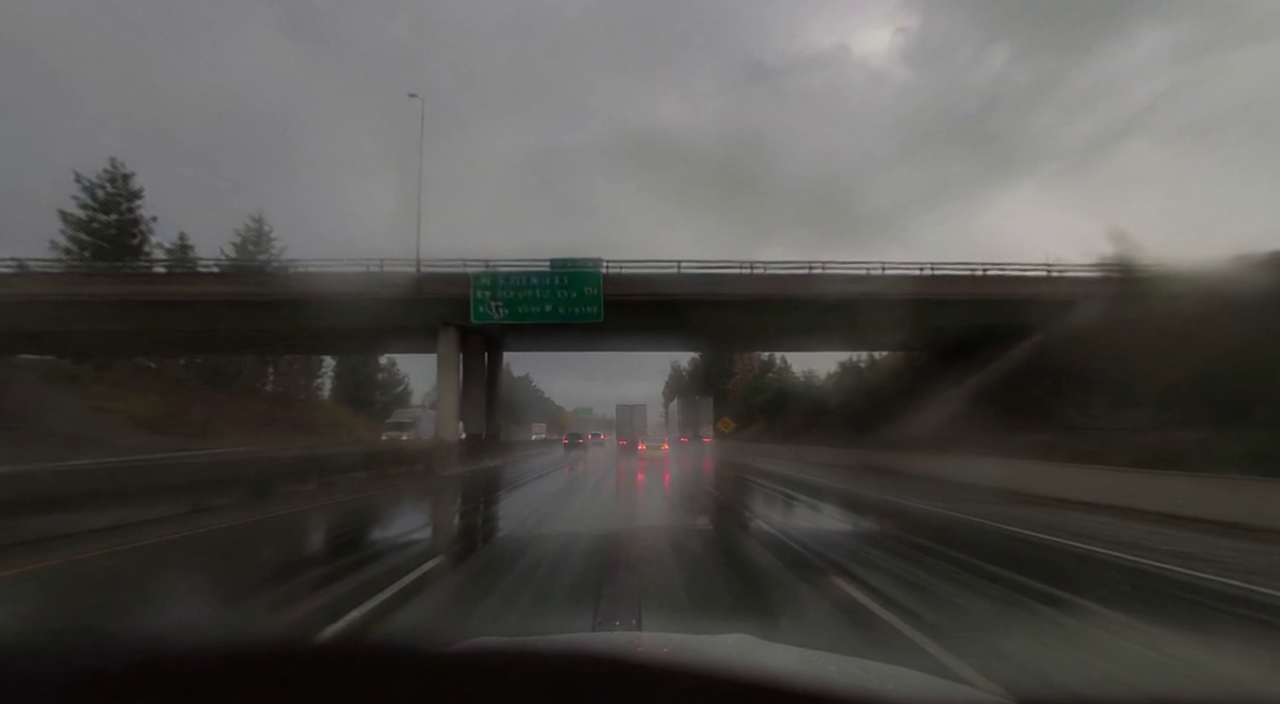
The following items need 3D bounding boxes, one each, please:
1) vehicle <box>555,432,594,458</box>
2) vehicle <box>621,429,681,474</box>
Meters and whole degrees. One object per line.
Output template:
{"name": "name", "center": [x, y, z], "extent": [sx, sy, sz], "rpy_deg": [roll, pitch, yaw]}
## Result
{"name": "vehicle", "center": [-4.065, 5.805, 39.649], "extent": [1.979, 1.527, 4.754], "rpy_deg": [0, -8, -1]}
{"name": "vehicle", "center": [0.324, 3.678, 23.507], "extent": [2.059, 1.522, 3.693], "rpy_deg": [0, -8, -1]}
